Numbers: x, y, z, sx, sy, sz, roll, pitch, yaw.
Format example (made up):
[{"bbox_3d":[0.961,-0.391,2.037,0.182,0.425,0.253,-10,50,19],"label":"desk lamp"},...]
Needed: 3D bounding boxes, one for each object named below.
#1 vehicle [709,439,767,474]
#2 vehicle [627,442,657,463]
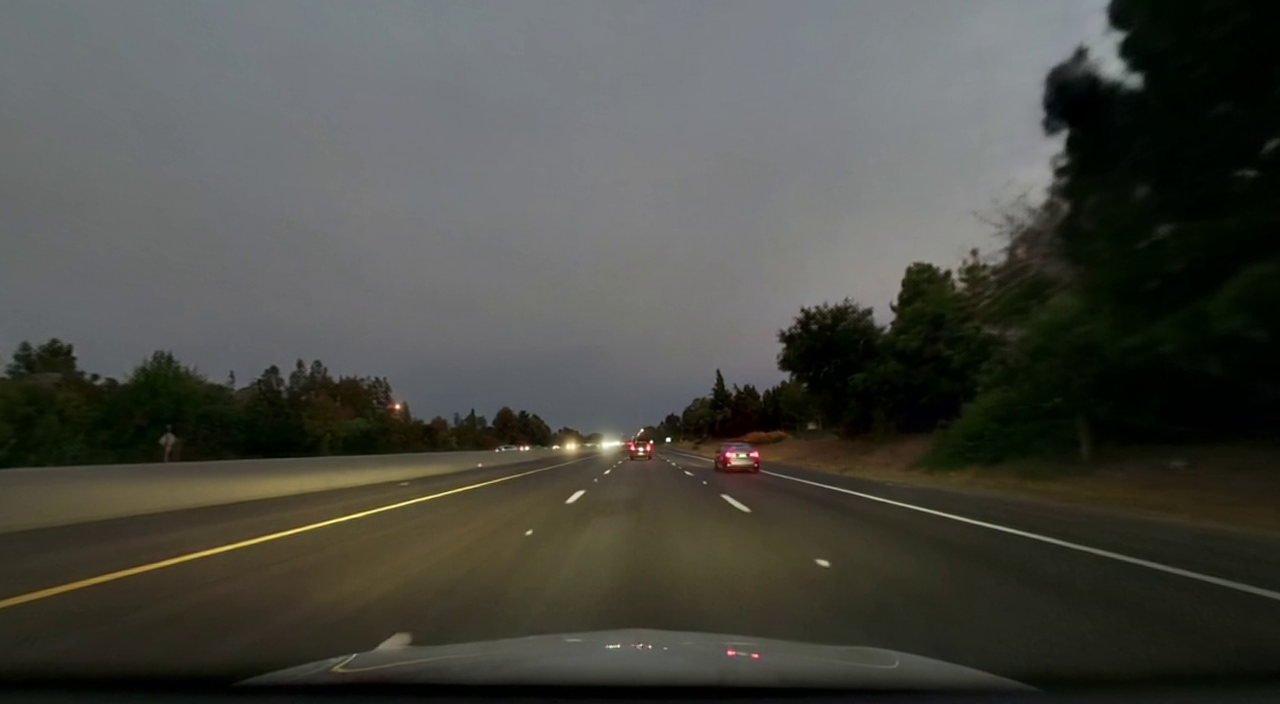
[{"bbox_3d":[4.583,4.982,30.133,2.008,1.524,4.598,0,-8,0],"label":"vehicle"},{"bbox_3d":[0.123,7.341,45.859,2.052,1.449,3.857,0,-8,0],"label":"vehicle"}]
